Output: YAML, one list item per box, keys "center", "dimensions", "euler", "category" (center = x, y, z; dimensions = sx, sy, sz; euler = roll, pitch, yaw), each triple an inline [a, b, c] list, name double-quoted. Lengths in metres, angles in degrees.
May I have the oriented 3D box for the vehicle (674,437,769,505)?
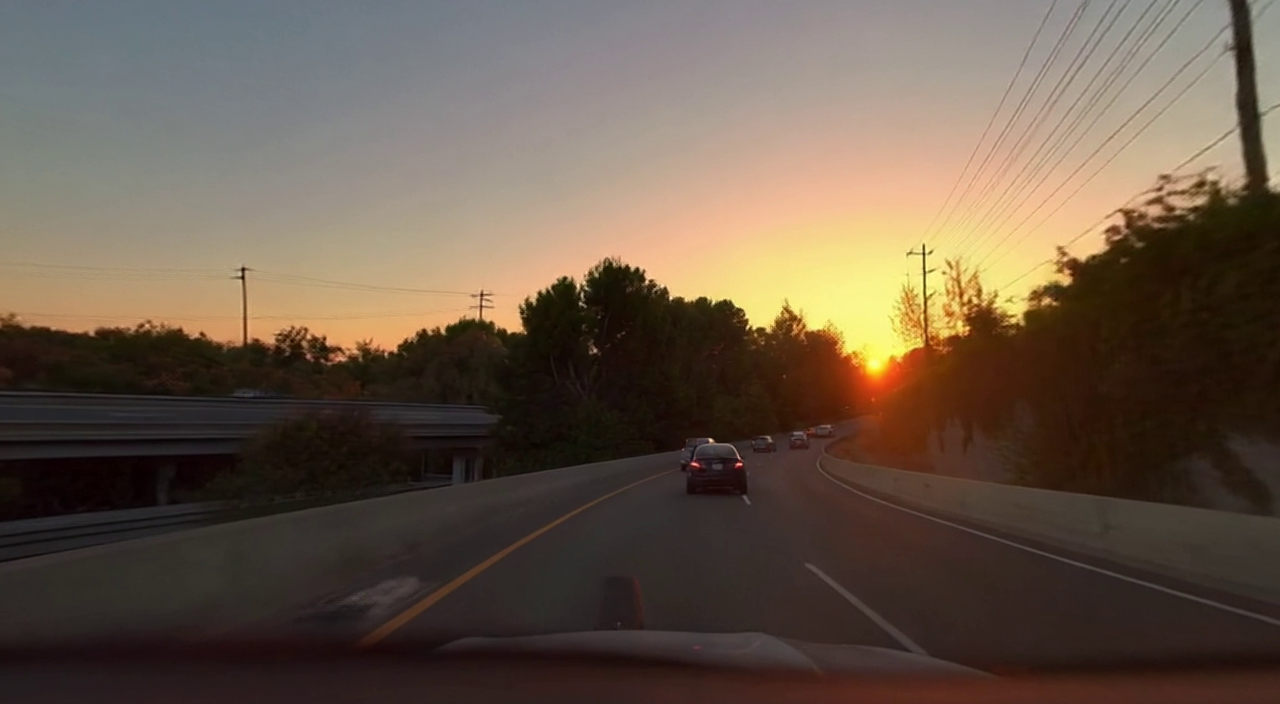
- center: [2.085, 2.981, 16.254]
  dimensions: [2.091, 1.482, 4.321]
  euler: [-1, -9, 7]
  category: "vehicle"

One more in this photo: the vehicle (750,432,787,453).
- center: [9.581, 6.709, 46.625]
  dimensions: [1.931, 1.485, 4.191]
  euler: [-3, -9, 21]
  category: "vehicle"
